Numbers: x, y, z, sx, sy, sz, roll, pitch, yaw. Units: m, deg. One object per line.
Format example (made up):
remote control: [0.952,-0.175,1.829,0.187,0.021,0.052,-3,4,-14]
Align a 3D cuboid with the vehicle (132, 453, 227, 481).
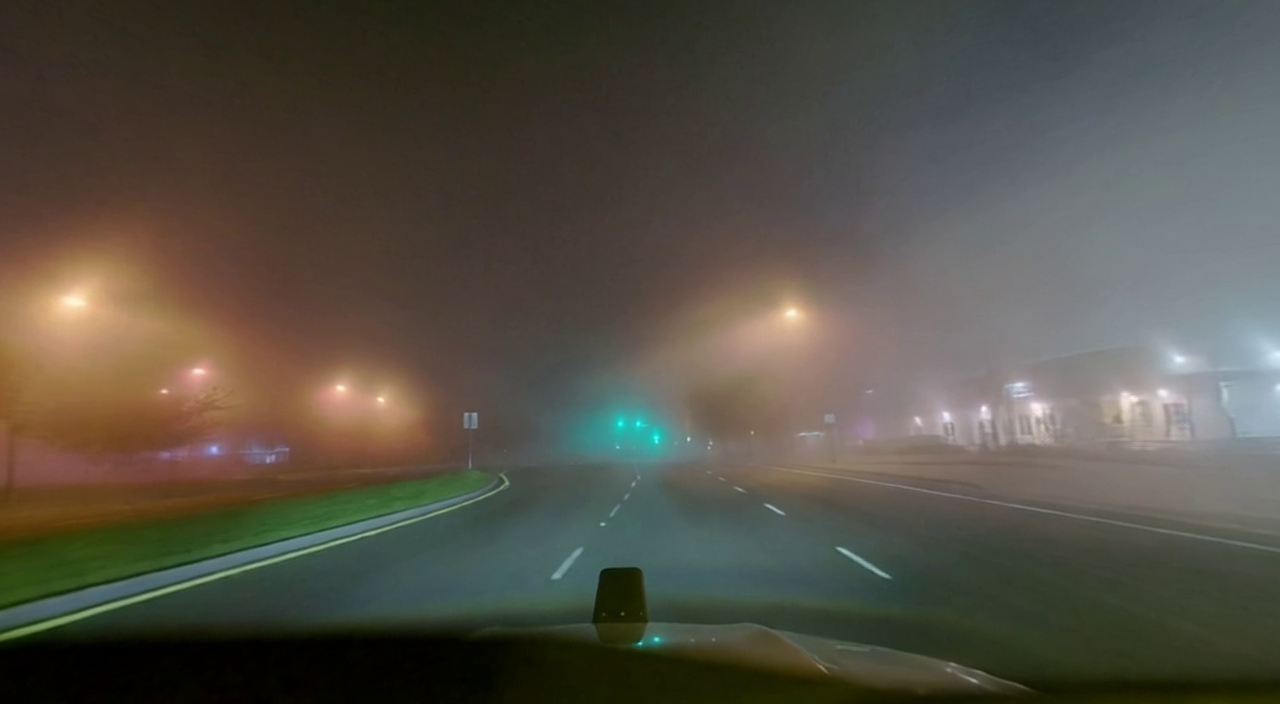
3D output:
vehicle: [-34.942,8.714,47.915,2.510,1.873,5.815,-1,-9,6]
